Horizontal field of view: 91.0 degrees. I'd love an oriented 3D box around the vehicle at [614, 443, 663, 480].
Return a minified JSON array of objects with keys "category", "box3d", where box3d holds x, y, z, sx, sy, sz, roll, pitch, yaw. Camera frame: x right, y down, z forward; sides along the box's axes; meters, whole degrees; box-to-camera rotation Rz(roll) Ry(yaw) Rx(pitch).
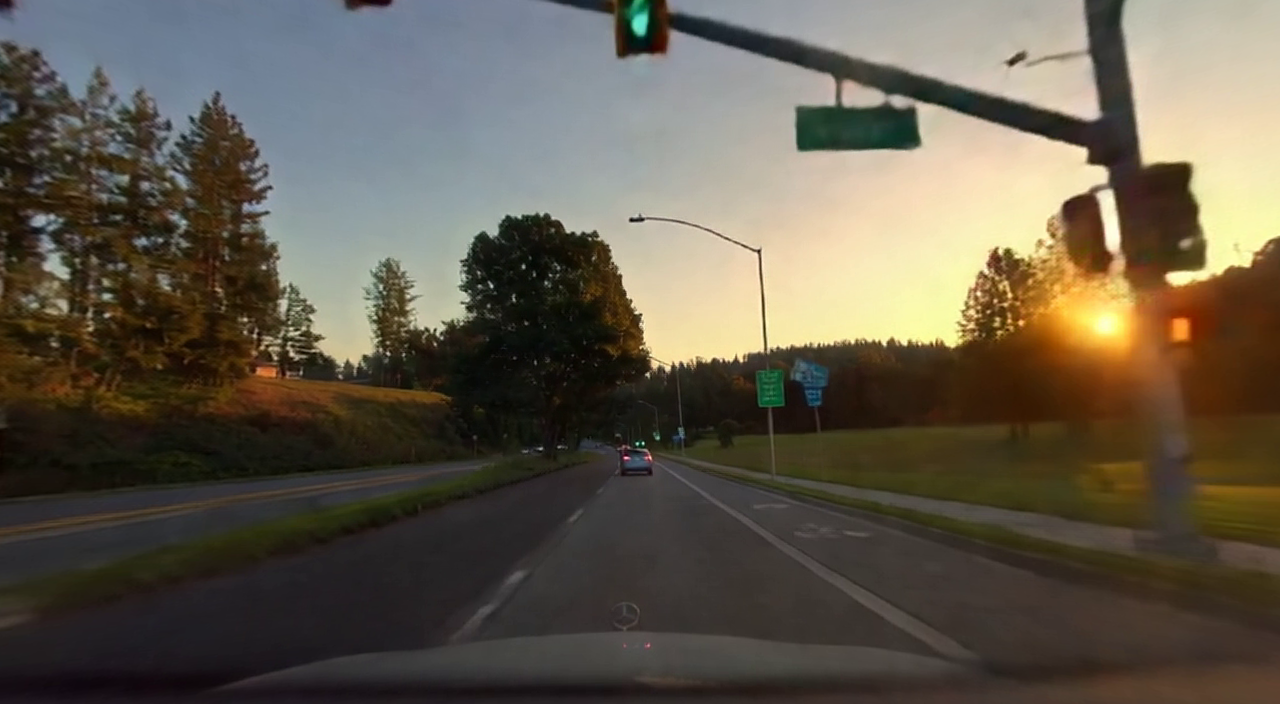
[{"category":"vehicle","box3d":[-0.067,4.659,27.029,1.954,1.469,3.465,0,-8,0]}]
